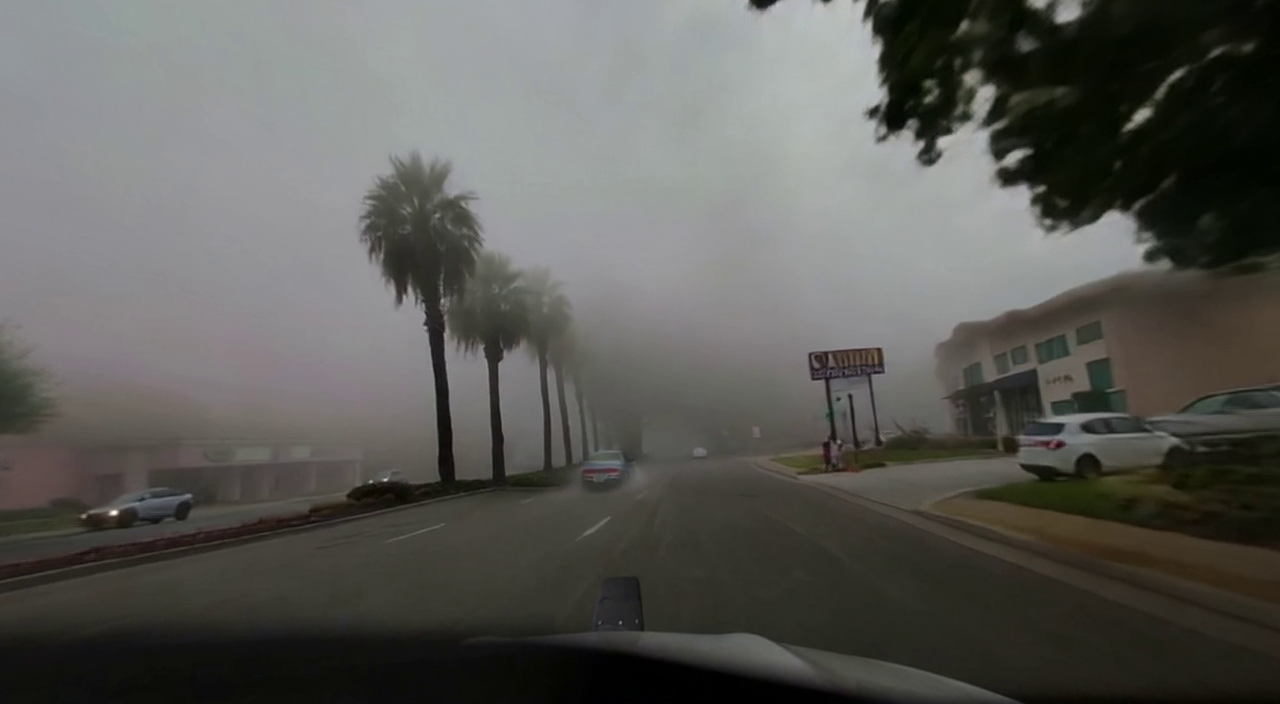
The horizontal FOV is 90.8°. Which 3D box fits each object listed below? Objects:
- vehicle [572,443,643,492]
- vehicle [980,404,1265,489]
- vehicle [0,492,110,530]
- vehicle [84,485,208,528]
[{"bbox_3d":[-1.174,4.533,25.166,2.147,1.745,4.648,-1,-9,5],"label":"vehicle"},{"bbox_3d":[10.696,2.175,14.447,4.577,1.750,2.115,-2,-9,8],"label":"vehicle"},{"bbox_3d":[-33.269,8.963,35.702,4.710,1.897,2.146,-1,-9,3],"label":"vehicle"},{"bbox_3d":[-22.673,7.087,29.280,1.929,1.552,4.488,-1,-9,3],"label":"vehicle"}]
